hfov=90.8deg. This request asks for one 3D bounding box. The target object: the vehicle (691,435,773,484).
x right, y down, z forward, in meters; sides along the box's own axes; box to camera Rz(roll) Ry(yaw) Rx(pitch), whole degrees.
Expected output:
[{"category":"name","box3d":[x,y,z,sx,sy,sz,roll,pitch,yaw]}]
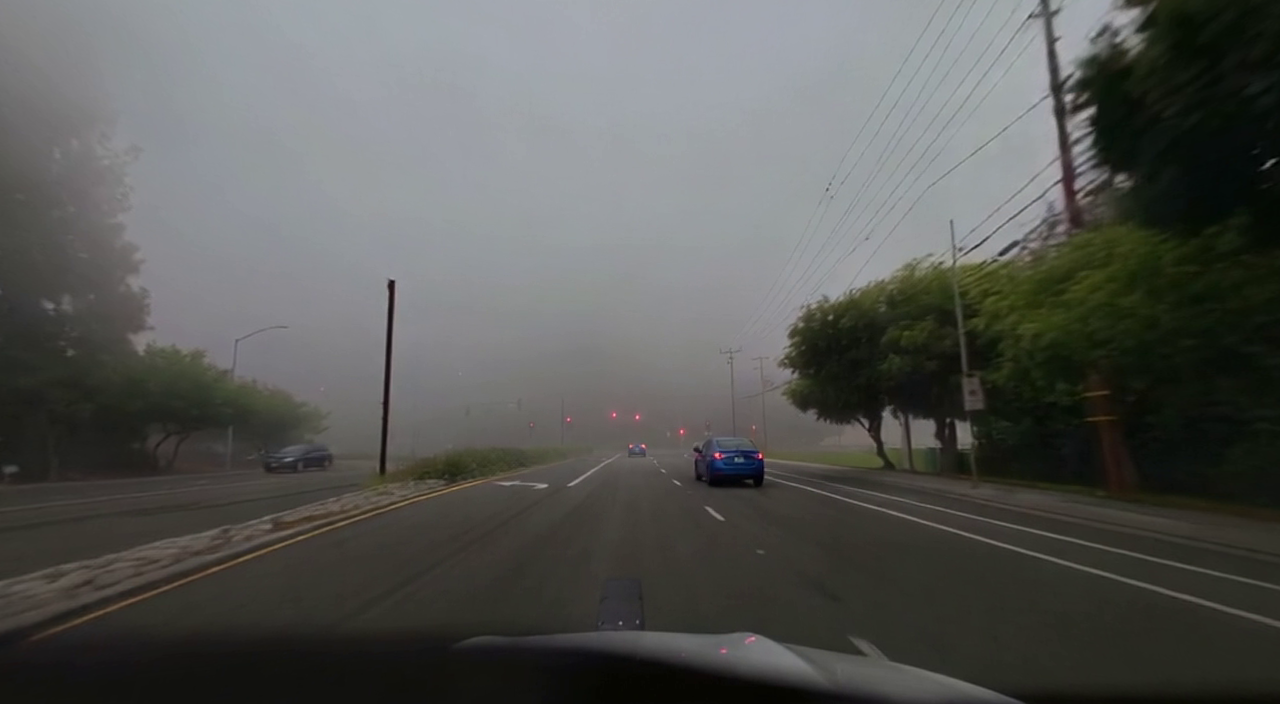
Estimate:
[{"category":"vehicle","box3d":[2.964,3.562,21.345,2.004,1.448,4.263,0,-8,-2]}]

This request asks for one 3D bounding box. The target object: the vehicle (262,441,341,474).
[{"category":"vehicle","box3d":[-20.097,6.236,37.785,1.969,1.818,4.889,0,-8,1]}]
